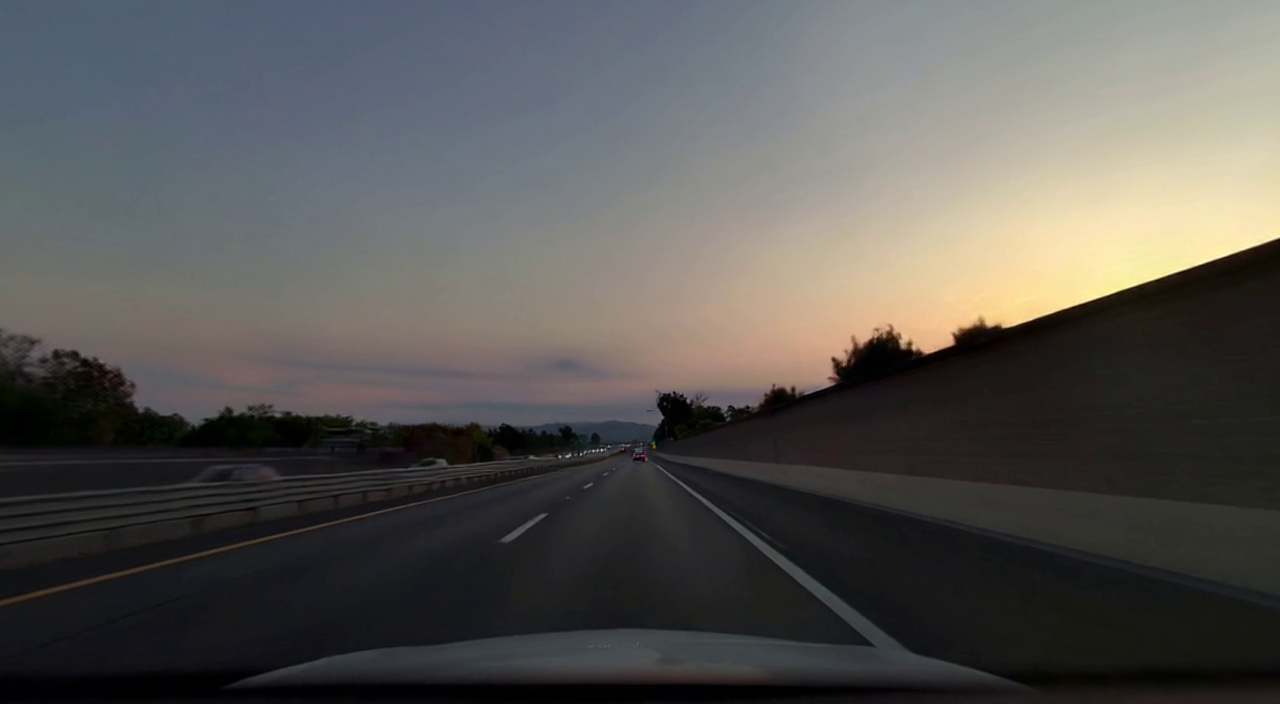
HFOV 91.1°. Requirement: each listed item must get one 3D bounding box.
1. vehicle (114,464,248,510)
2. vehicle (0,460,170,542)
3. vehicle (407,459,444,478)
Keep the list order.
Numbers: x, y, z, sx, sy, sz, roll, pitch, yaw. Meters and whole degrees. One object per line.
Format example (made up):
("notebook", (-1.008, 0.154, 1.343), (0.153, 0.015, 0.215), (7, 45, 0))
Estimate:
("vehicle", (-16.917, 4.977, 23.503), (1.717, 1.424, 4.368), (0, -9, 0))
("vehicle", (-13.105, 3.130, 13.622), (2.075, 1.475, 4.849), (0, -9, 0))
("vehicle", (-16.964, 9.199, 49.838), (1.668, 1.418, 3.693), (0, -9, -1))
